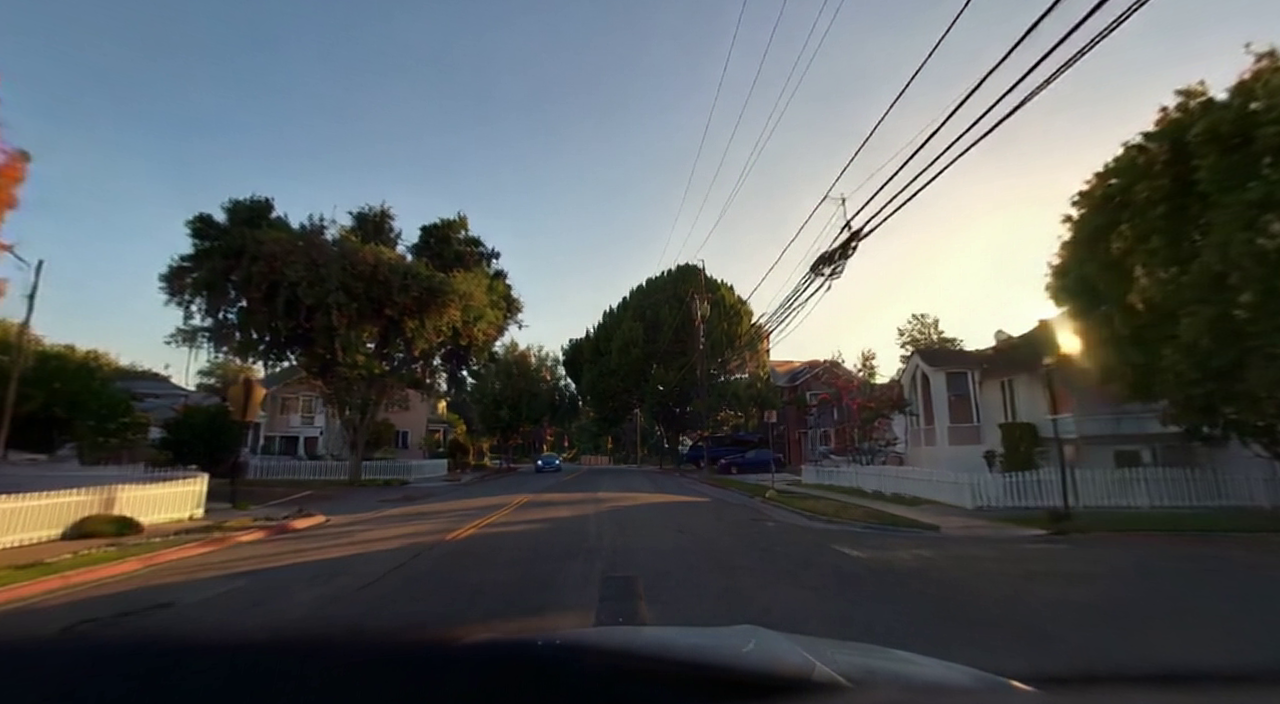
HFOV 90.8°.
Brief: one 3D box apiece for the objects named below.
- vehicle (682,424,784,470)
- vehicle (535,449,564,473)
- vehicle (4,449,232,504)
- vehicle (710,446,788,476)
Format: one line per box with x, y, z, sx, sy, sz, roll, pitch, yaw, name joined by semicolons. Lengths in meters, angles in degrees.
7.061;7.313;48.352;7.115;3.010;2.378;-2;-11;-6;vehicle
-6.349;7.658;44.601;1.892;1.501;4.335;1;-8;-6;vehicle
-14.943;3.570;18.330;4.751;1.459;1.996;0;-8;-1;vehicle
6.722;6.771;39.410;4.412;1.565;1.957;-3;-9;-2;vehicle
